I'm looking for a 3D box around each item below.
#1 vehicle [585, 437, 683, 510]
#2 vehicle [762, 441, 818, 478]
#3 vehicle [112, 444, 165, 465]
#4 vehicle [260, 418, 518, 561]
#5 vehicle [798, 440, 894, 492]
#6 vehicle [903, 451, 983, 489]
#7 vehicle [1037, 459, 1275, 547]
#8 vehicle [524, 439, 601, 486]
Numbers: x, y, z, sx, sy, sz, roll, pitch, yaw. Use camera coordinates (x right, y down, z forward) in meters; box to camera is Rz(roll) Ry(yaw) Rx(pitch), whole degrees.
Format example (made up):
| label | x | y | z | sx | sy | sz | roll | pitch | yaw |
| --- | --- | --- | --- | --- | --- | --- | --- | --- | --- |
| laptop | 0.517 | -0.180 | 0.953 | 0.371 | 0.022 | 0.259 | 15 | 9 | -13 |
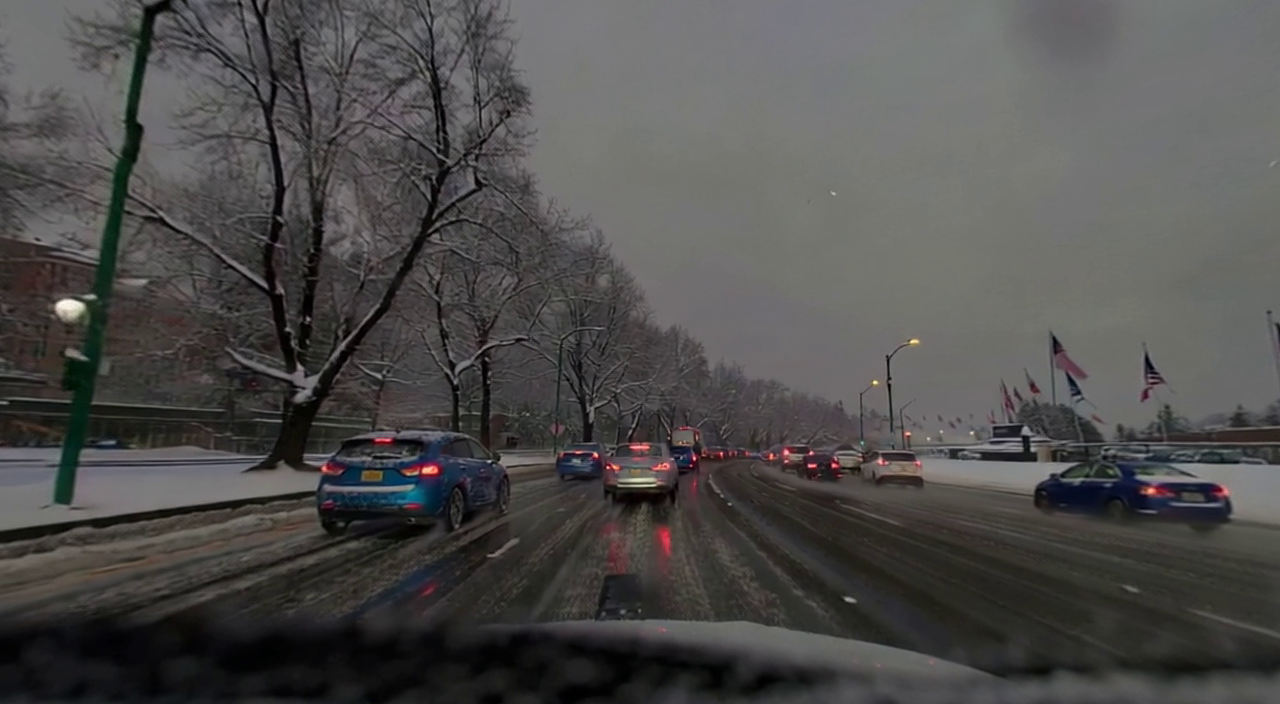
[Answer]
| label | x | y | z | sx | sy | sz | roll | pitch | yaw |
| --- | --- | --- | --- | --- | --- | --- | --- | --- | --- |
| vehicle | -0.032 | 2.919 | 15.591 | 2.090 | 1.506 | 4.276 | 0 | -9 | 3 |
| vehicle | 7.742 | 5.564 | 32.928 | 2.017 | 1.746 | 4.727 | 0 | -9 | 3 |
| vehicle | -39.690 | 8.089 | 49.811 | 3.667 | 1.465 | 1.735 | -4 | -5 | 25 |
| vehicle | -3.345 | 1.925 | 9.521 | 1.988 | 1.635 | 4.260 | 0 | -9 | 2 |
| vehicle | 6.807 | 3.803 | 21.327 | 1.944 | 1.544 | 4.301 | 0 | -9 | 2 |
| vehicle | 15.292 | 5.927 | 32.121 | 2.087 | 1.745 | 4.673 | 0 | -9 | 5 |
| vehicle | 10.464 | 3.028 | 13.227 | 1.749 | 1.481 | 3.808 | 1 | -9 | 1 |
| vehicle | -2.781 | 4.138 | 23.867 | 1.974 | 1.549 | 4.603 | 0 | -9 | 5 |
